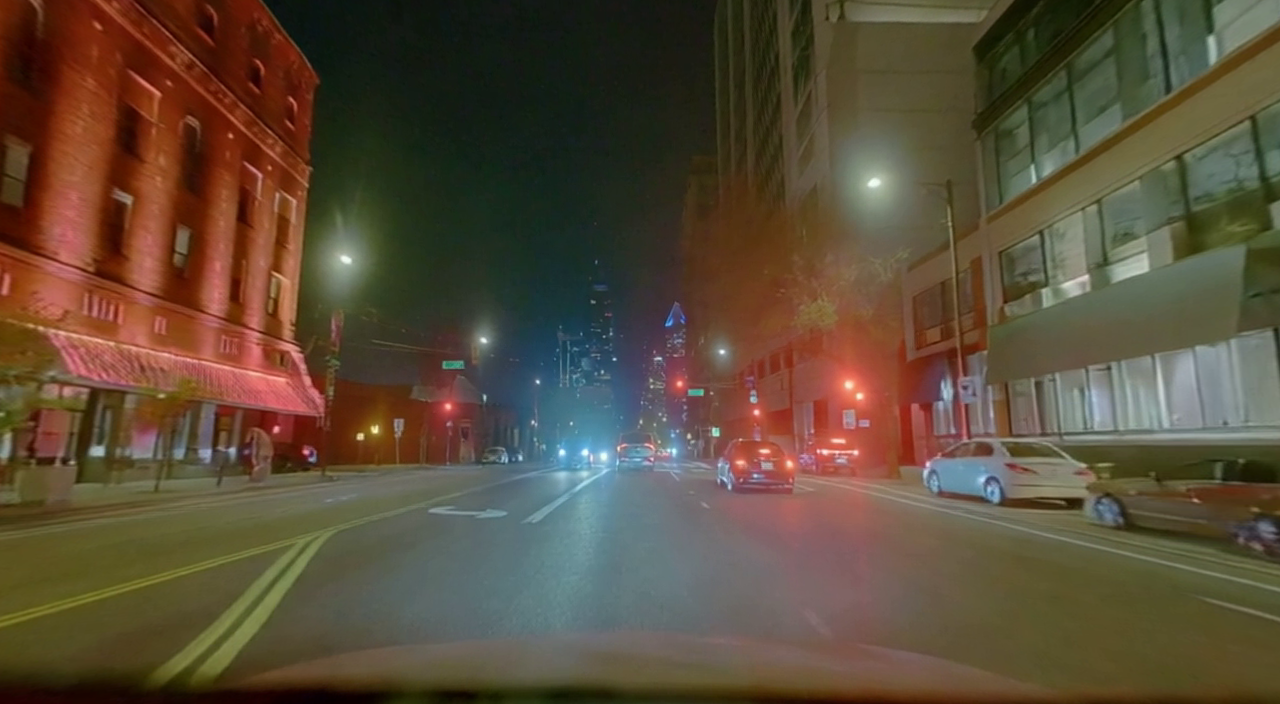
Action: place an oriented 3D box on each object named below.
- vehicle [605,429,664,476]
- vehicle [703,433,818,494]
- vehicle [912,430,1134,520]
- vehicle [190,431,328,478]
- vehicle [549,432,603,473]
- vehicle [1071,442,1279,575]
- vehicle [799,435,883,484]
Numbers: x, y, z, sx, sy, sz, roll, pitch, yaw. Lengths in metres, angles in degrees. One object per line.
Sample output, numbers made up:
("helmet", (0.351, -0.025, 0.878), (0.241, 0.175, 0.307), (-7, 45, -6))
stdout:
("vehicle", (-0.218, 4.305, 27.284), (2.329, 1.842, 4.537), (0, -8, 0))
("vehicle", (3.269, 3.155, 18.324), (2.238, 1.499, 4.964), (0, -8, -2))
("vehicle", (8.116, 2.572, 14.060), (1.963, 1.649, 4.562), (0, -7, -2))
("vehicle", (-23.502, 6.325, 39.206), (6.679, 2.794, 2.850), (0, -9, 1))
("vehicle", (-2.929, 4.720, 29.870), (2.297, 1.812, 4.244), (0, -8, -3))
("vehicle", (8.207, 1.889, 7.980), (2.054, 1.455, 4.786), (0, -8, -1))
("vehicle", (8.074, 4.306, 25.846), (1.959, 1.719, 4.538), (1, -7, 0))
